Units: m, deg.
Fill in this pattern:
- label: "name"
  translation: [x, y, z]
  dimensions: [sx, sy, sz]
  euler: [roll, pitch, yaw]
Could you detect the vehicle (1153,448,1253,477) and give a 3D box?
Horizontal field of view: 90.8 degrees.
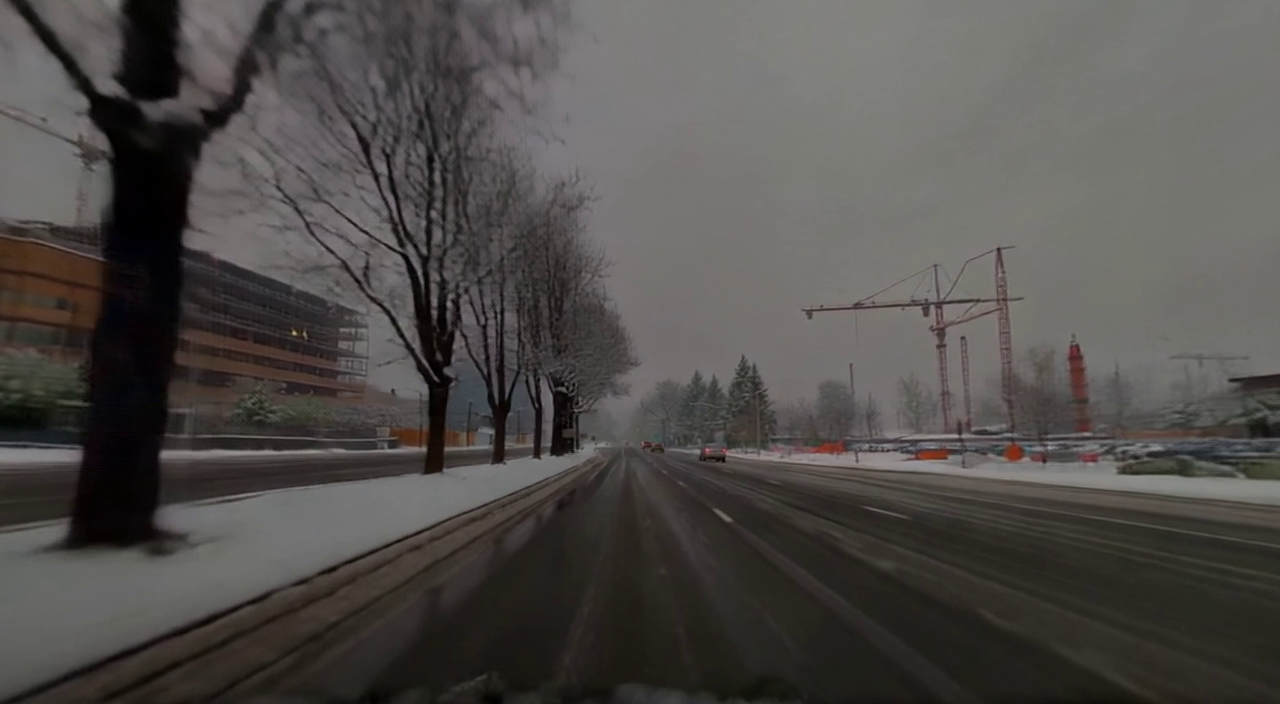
- label: "vehicle"
  translation: [36.708, 7.178, 41.242]
  dimensions: [4.623, 1.714, 2.066]
  euler: [-8, -12, 43]
